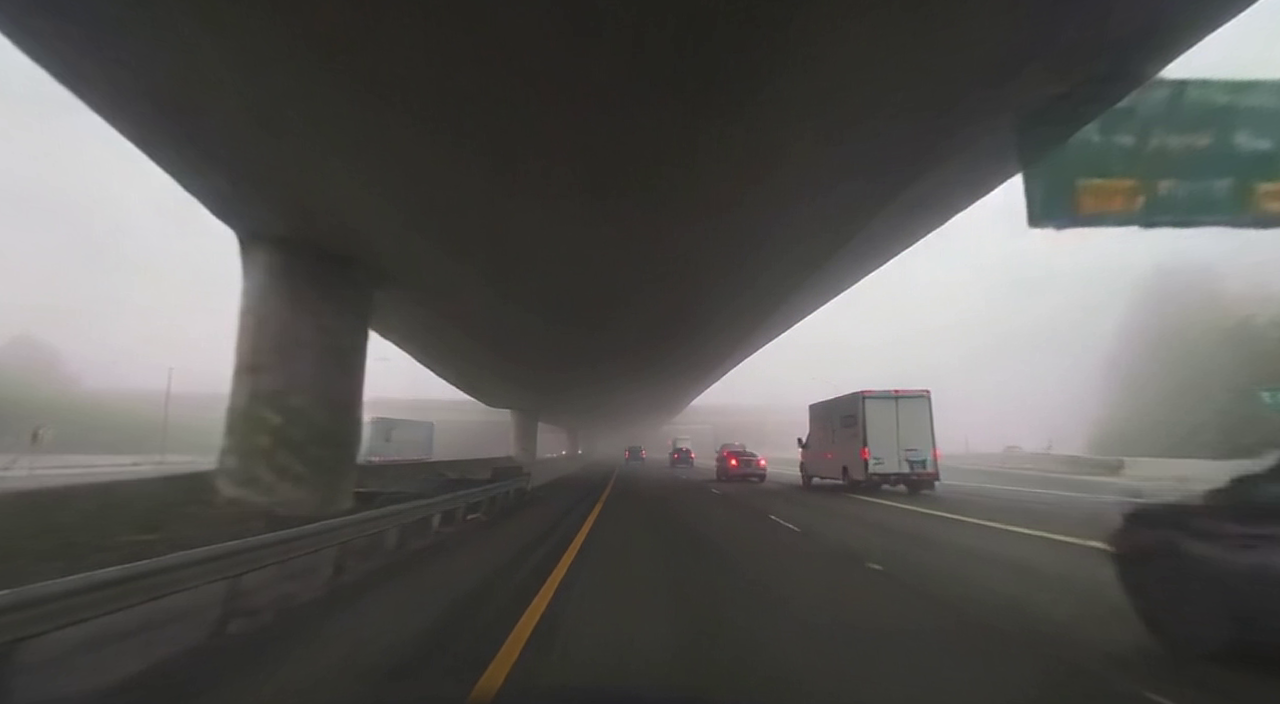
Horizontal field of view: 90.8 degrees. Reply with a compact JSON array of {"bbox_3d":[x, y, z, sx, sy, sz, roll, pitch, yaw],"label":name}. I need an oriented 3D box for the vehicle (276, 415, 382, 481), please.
[{"bbox_3d":[-20.774,6.518,42.982,3.051,3.996,8.261,0,-9,-1],"label":"vehicle"}]

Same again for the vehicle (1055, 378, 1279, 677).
[{"bbox_3d":[4.730,0.943,3.214,2.084,1.698,4.489,0,-9,-1],"label":"vehicle"}]

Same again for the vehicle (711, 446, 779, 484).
[{"bbox_3d":[4.281,4.682,26.513,1.971,1.453,4.414,0,-9,-2],"label":"vehicle"}]

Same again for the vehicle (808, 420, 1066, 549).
[{"bbox_3d":[4.639,2.129,10.876,2.092,1.710,4.587,0,-9,-1],"label":"vehicle"}]

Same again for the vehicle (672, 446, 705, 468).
[{"bbox_3d":[3.673,8.032,48.406,2.005,1.585,4.863,0,-9,-2],"label":"vehicle"}]

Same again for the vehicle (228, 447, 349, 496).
[{"bbox_3d":[-12.942,4.389,23.639,1.971,1.612,4.481,0,-9,-1],"label":"vehicle"}]
